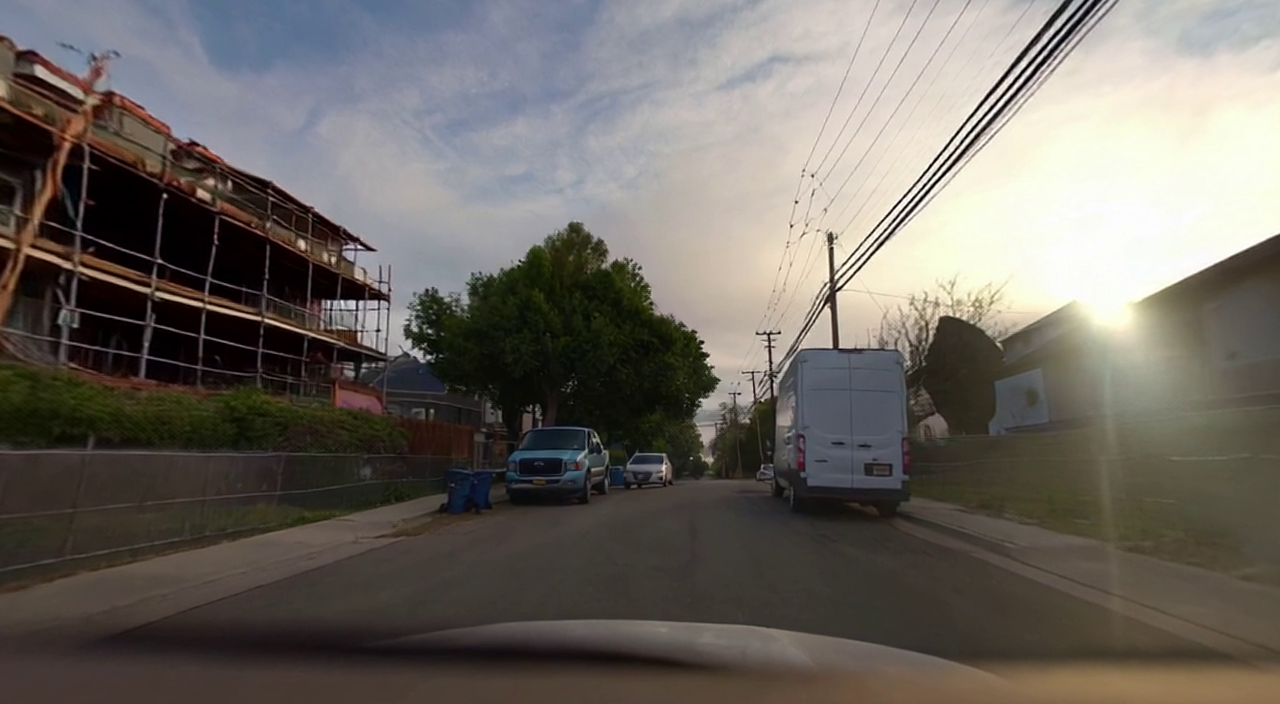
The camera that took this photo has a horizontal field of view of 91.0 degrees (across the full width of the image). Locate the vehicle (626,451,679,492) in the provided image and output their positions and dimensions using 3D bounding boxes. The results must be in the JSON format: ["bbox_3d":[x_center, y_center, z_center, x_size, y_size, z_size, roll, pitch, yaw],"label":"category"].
[{"bbox_3d":[0.779,6.261,33.412,2.257,1.916,5.089,-1,-9,8],"label":"vehicle"}]

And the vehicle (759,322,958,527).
[{"bbox_3d":[4.973,2.073,16.749,2.915,3.793,9.963,0,-9,7],"label":"vehicle"}]

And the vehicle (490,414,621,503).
[{"bbox_3d":[-2.058,2.709,16.977,2.171,1.910,4.789,-2,-5,9],"label":"vehicle"}]

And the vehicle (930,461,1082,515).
[{"bbox_3d":[15.735,5.832,27.382,5.321,1.857,1.976,-1,-3,14],"label":"vehicle"}]
